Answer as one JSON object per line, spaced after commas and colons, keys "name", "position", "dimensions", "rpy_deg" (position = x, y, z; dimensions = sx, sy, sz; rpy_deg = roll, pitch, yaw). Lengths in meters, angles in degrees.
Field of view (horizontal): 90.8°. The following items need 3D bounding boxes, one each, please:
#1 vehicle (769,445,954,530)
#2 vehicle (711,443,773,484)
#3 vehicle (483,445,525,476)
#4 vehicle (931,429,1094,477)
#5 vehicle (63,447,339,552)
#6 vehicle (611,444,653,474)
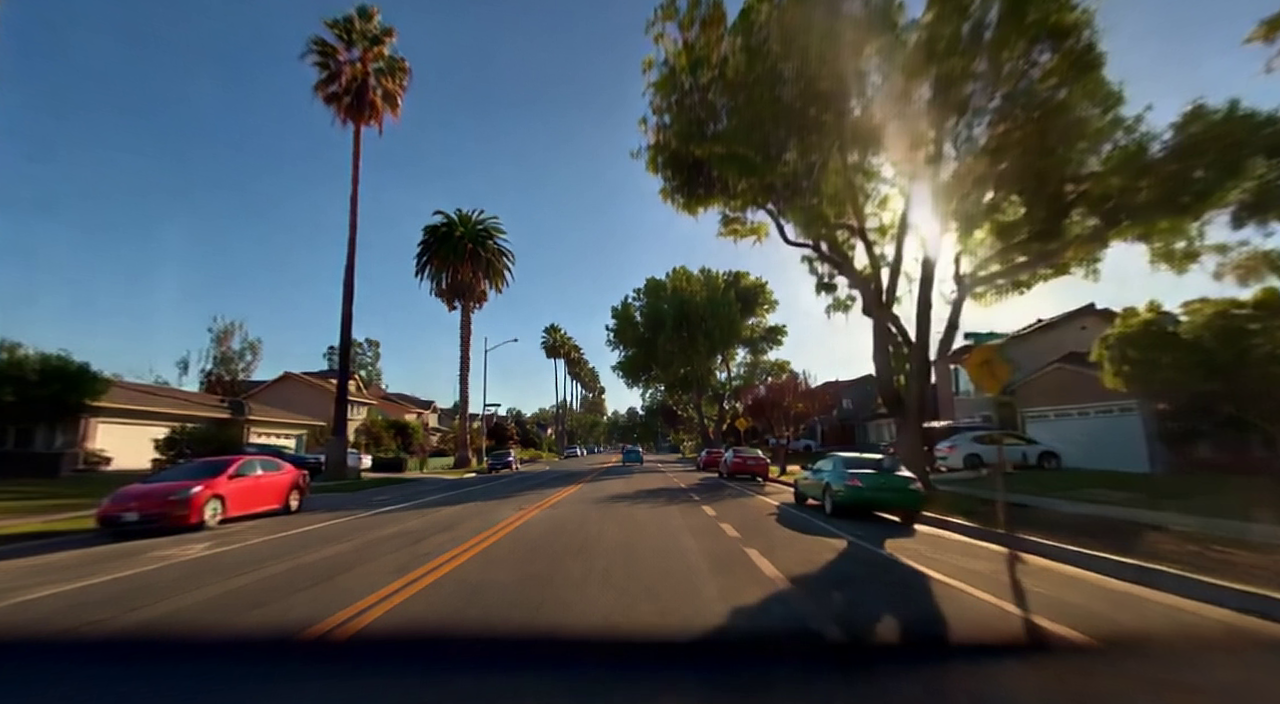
{"name": "vehicle", "position": [4.494, 2.816, 13.897], "dimensions": [2.033, 1.495, 5.175], "rpy_deg": [0, -9, -2]}
{"name": "vehicle", "position": [4.420, 4.914, 28.260], "dimensions": [2.017, 1.646, 5.389], "rpy_deg": [0, -9, 2]}
{"name": "vehicle", "position": [-9.040, 7.226, 42.281], "dimensions": [1.945, 1.666, 4.107], "rpy_deg": [-3, -6, -1]}
{"name": "vehicle", "position": [12.499, 3.410, 21.403], "dimensions": [4.288, 1.539, 1.934], "rpy_deg": [0, -9, -1]}
{"name": "vehicle", "position": [-8.946, 2.980, 13.748], "dimensions": [2.181, 1.527, 5.441], "rpy_deg": [-2, -7, 0]}
{"name": "vehicle", "position": [-0.415, 5.649, 33.582], "dimensions": [2.098, 1.483, 4.099], "rpy_deg": [0, -9, -1]}
